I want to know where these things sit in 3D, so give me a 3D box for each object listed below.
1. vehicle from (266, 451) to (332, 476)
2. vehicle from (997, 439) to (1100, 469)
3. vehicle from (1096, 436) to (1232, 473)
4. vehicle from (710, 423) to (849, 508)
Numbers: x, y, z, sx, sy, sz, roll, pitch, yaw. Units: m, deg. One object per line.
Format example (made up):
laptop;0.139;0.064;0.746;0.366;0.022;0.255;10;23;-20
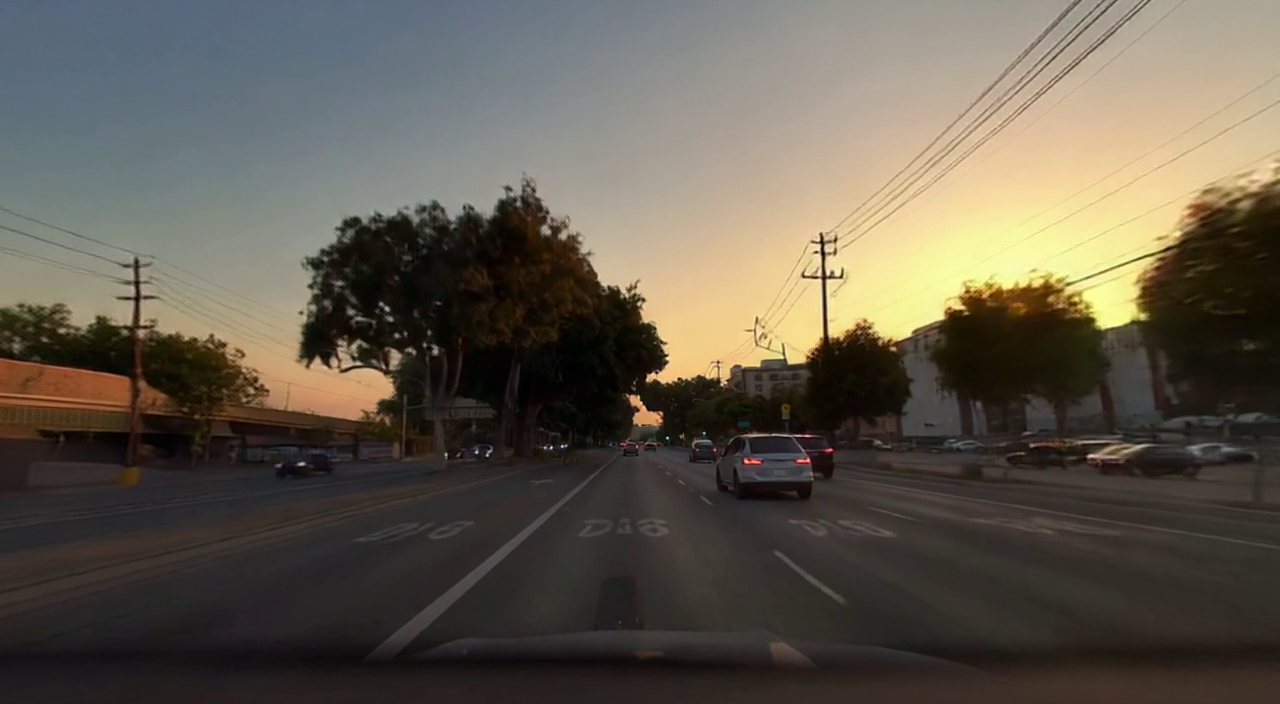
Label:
vehicle;-23.642;7.708;44.045;1.985;1.511;4.772;-1;-8;0
vehicle;24.827;6.206;38.539;4.798;1.699;2.039;0;-8;1
vehicle;24.573;4.815;29.752;4.599;1.647;1.924;0;-8;1
vehicle;3.065;2.599;14.920;2.128;1.699;4.222;0;-8;-3
